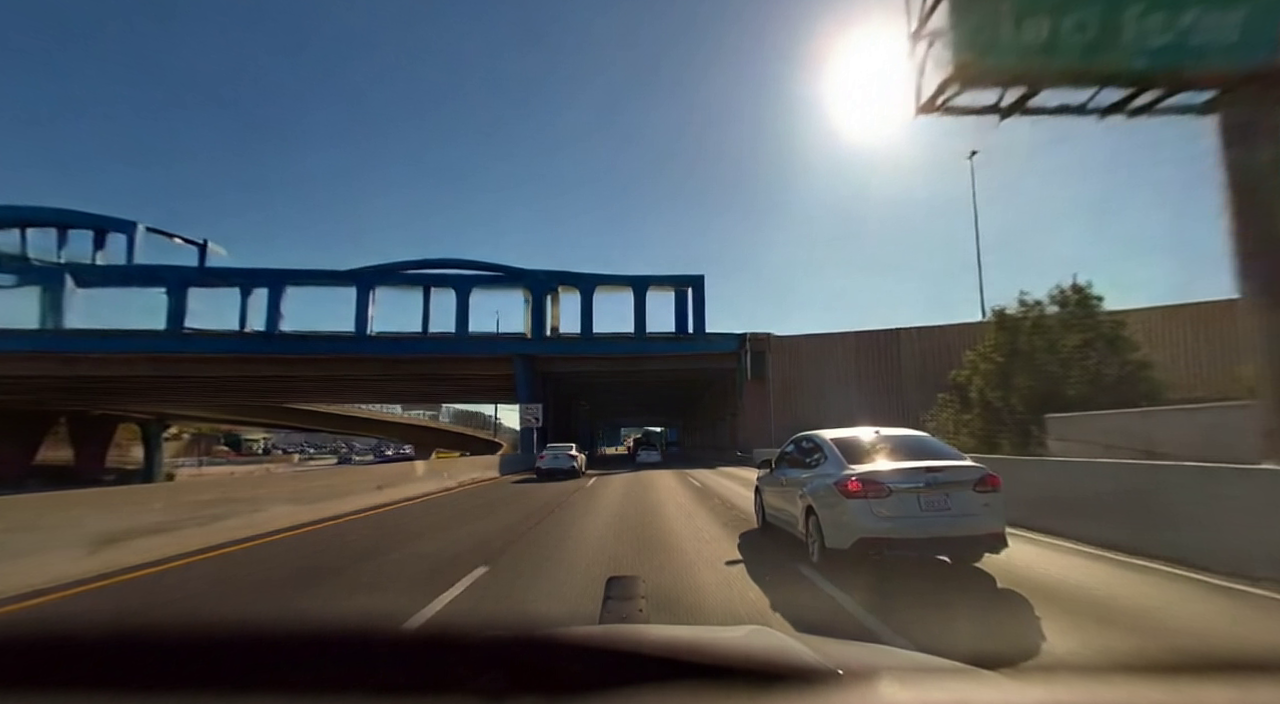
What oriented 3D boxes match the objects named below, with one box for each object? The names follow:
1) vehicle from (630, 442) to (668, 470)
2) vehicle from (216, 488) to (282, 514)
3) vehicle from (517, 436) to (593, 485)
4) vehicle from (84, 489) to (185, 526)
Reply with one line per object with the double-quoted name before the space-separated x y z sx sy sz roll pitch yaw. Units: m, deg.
"vehicle" 0.428 5.474 33.375 1.877 1.386 3.872 0 -8 0
"vehicle" -27.670 10.550 44.753 2.065 1.542 3.937 -1 -9 2
"vehicle" -2.976 3.905 22.986 2.064 1.589 4.213 0 -8 1
"vehicle" -31.763 9.769 39.877 2.418 1.805 4.794 0 -8 0
